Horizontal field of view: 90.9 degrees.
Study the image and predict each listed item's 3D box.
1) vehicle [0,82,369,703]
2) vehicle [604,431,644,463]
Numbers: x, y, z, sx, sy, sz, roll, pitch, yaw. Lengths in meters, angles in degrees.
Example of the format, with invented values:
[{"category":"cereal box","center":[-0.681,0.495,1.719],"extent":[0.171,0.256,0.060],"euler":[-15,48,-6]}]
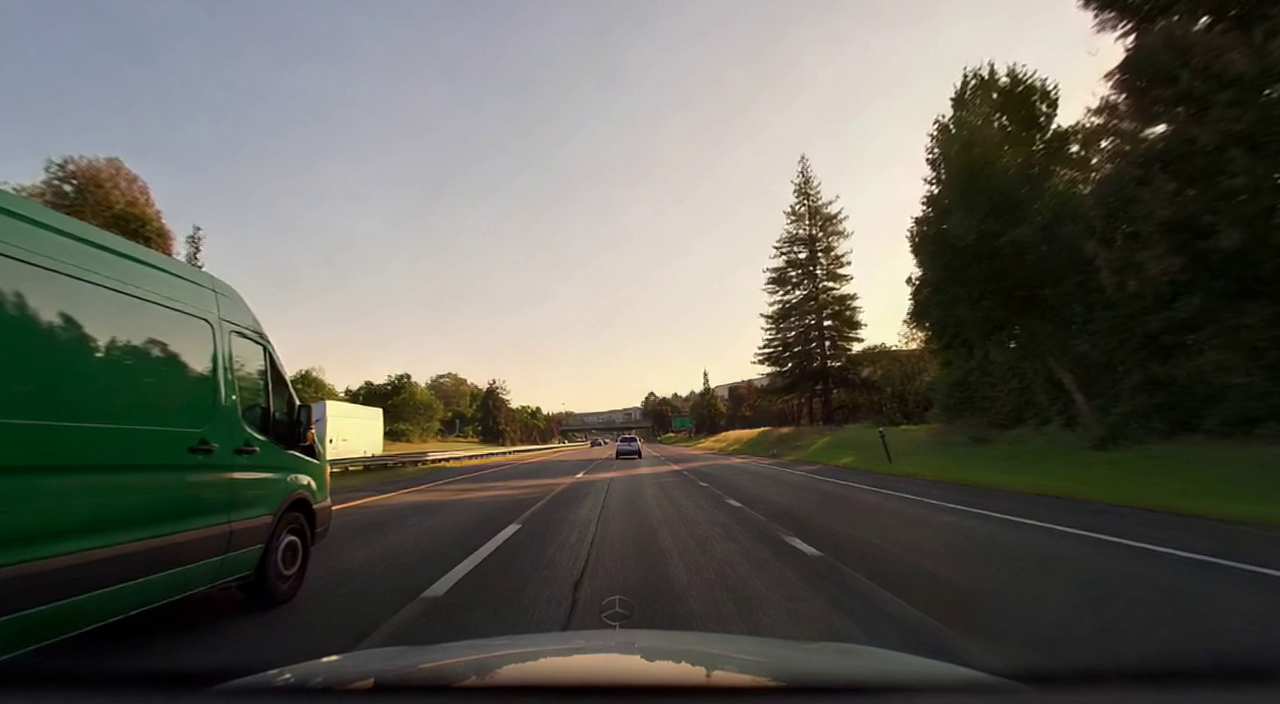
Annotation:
[{"category":"vehicle","center":[-3.514,0.356,2.427],"extent":[2.424,2.577,5.828],"euler":[0,-8,-1]},{"category":"vehicle","center":[-0.870,5.210,34.741],"extent":[2.104,1.646,4.176],"euler":[0,-8,-1]}]
